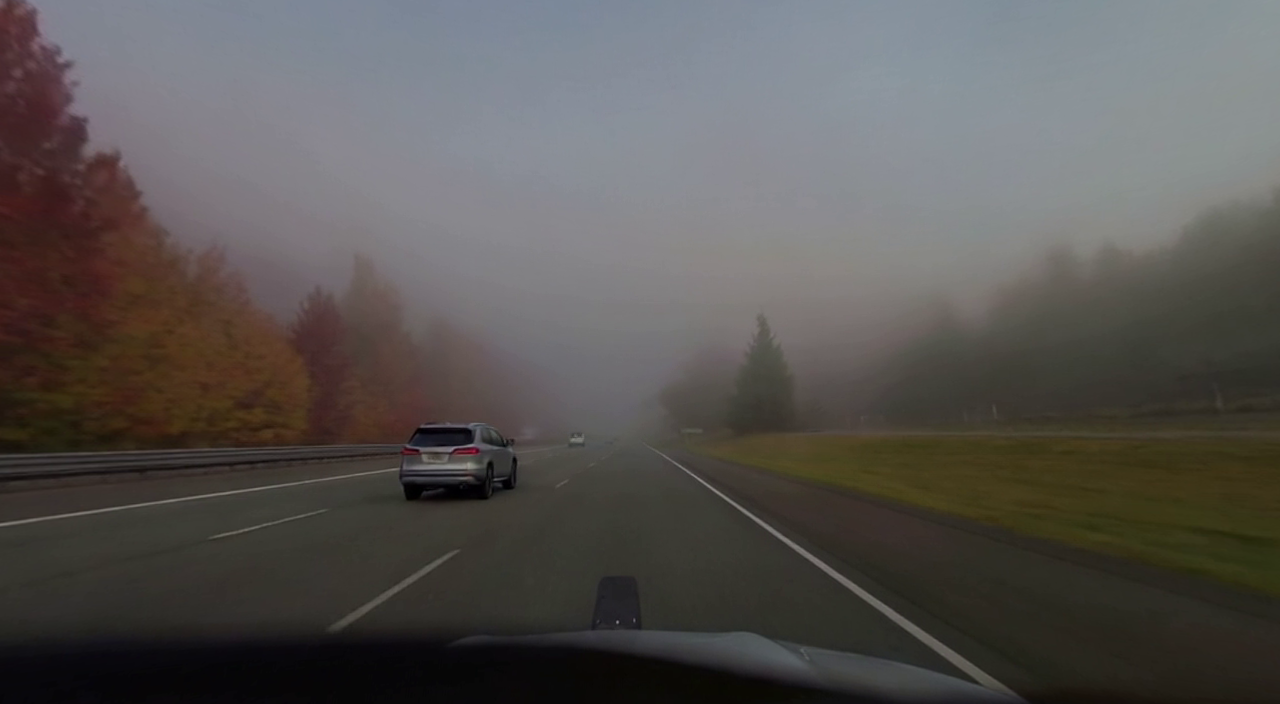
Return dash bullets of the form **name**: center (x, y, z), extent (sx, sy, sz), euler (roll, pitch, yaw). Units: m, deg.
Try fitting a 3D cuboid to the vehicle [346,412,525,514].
- **vehicle**: center (-3.795, 2.129, 12.689), extent (2.057, 1.666, 4.552), euler (0, -8, 0)
